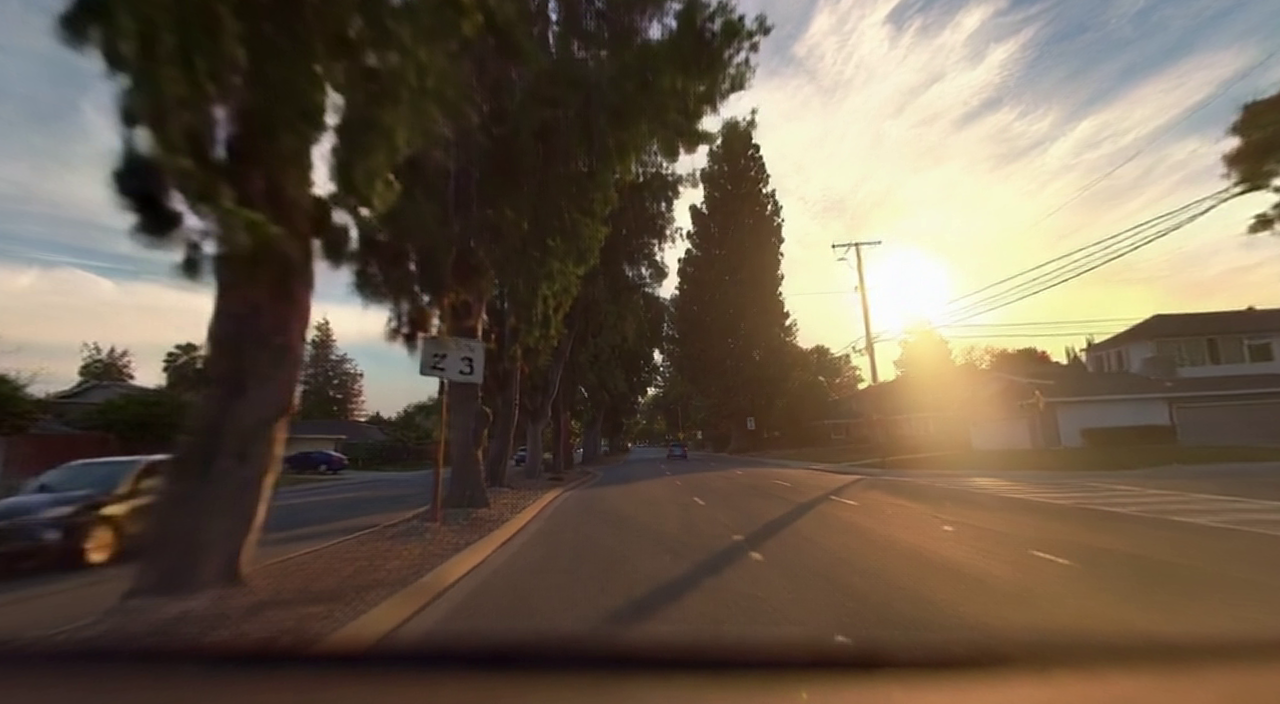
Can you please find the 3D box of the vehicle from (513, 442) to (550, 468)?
[{"bbox_3d":[-8.093,7.740,47.622,1.964,1.722,4.403,-3,-8,0],"label":"vehicle"}]

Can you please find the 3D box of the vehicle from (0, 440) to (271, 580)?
[{"bbox_3d":[-8.462,2.339,10.331,2.054,1.746,4.507,0,-8,1],"label":"vehicle"}]

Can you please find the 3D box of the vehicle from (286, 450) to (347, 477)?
[{"bbox_3d":[-21.682,7.445,42.557,1.860,1.663,4.418,0,-8,-1],"label":"vehicle"}]
